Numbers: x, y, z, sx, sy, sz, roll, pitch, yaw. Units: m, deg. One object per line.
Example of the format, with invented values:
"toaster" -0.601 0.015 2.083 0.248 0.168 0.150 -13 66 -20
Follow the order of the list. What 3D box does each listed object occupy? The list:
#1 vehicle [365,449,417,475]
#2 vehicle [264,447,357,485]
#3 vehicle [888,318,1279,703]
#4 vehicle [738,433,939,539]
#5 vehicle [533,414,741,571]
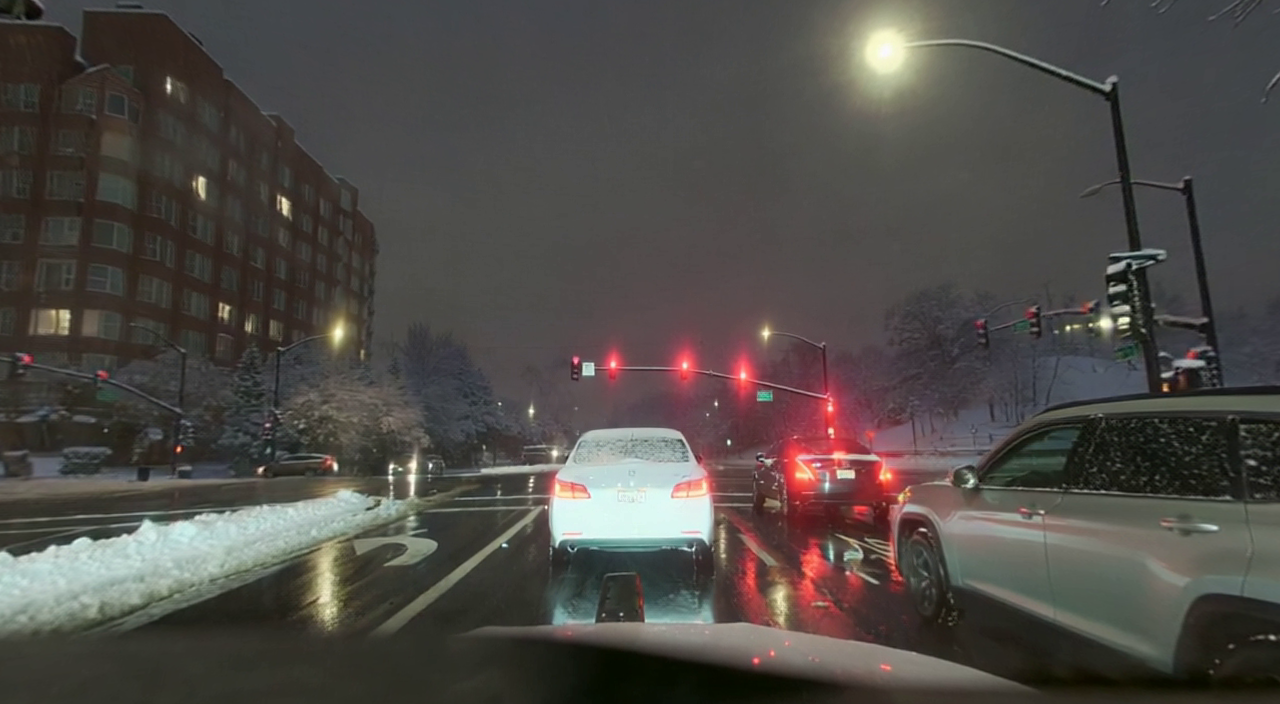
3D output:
"vehicle" -18.728 8.276 47.819 2.026 1.836 4.726 0 -8 0
"vehicle" -17.069 5.841 32.714 4.448 1.837 2.021 -5 -10 29
"vehicle" 3.009 0.864 2.671 2.103 1.701 4.294 0 -8 -1
"vehicle" 3.149 2.219 11.150 2.001 1.463 4.398 0 -8 -2
"vehicle" -0.076 1.789 8.766 2.188 1.637 4.027 0 -8 -1
